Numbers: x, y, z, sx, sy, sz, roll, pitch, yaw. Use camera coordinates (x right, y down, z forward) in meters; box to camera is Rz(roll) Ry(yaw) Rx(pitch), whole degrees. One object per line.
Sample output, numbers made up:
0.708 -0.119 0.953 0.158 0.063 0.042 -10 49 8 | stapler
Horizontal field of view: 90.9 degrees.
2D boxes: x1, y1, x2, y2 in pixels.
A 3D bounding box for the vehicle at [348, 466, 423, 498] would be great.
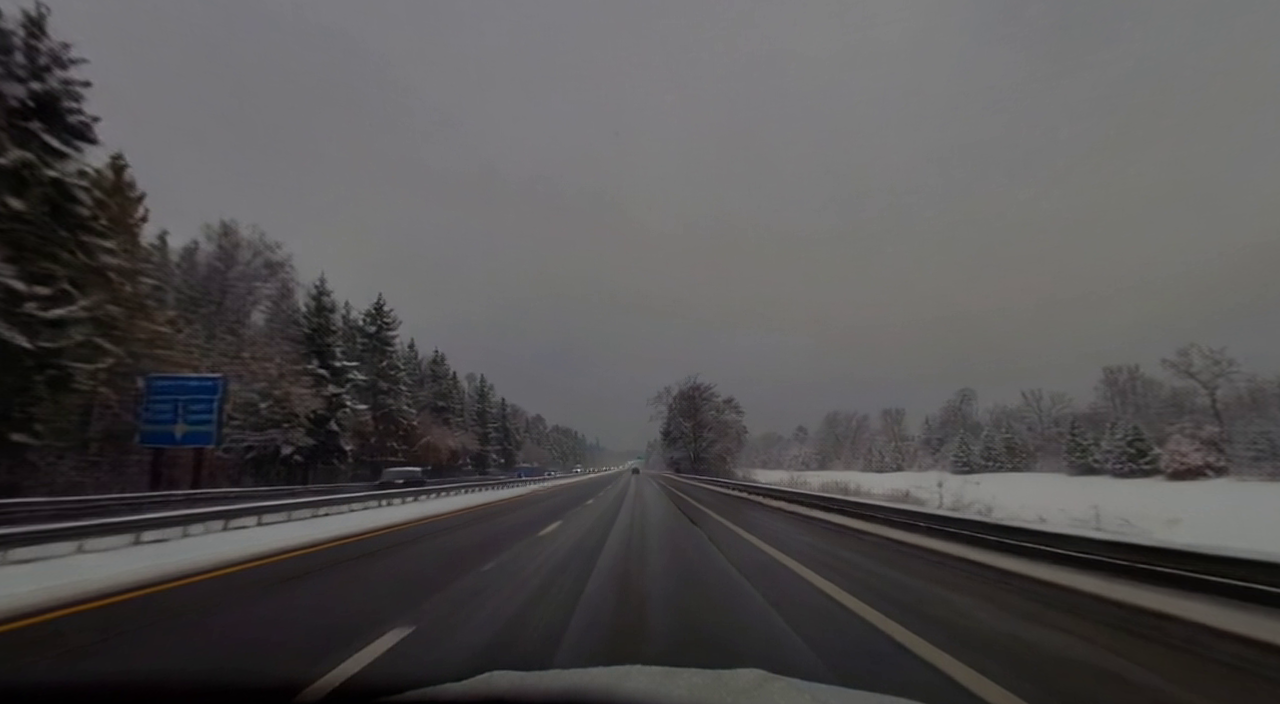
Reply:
-13.053 6.672 32.642 2.034 1.490 4.226 1 -11 0 | vehicle
